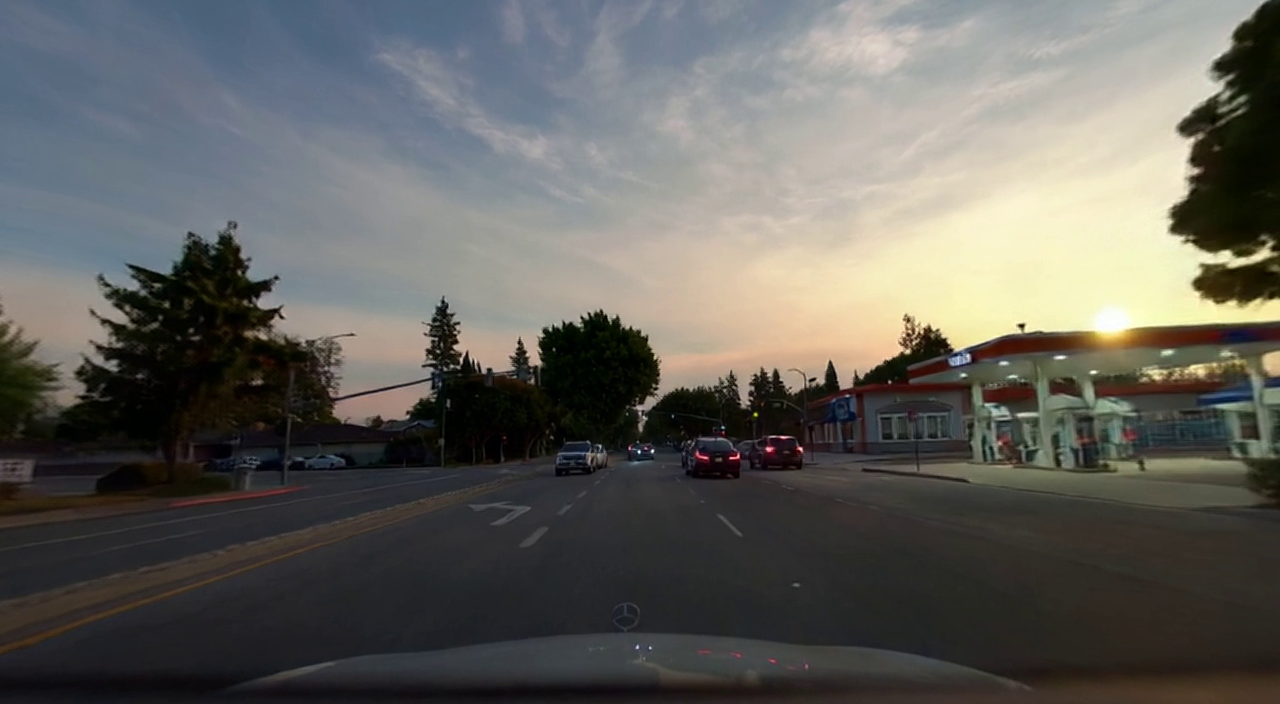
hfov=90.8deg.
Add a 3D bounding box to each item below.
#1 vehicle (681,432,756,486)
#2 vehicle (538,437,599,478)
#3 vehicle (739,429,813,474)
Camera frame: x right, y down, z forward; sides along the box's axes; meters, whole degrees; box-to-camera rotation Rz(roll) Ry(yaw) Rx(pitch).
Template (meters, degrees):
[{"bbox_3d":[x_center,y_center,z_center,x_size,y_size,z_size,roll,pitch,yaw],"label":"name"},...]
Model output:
[{"bbox_3d":[2.813,3.978,23.779,2.140,1.800,4.660,0,-9,-1],"label":"vehicle"},{"bbox_3d":[-3.332,5.021,30.299,2.261,1.820,4.255,-1,-9,2],"label":"vehicle"},{"bbox_3d":[7.027,5.232,33.361,2.510,2.176,5.527,0,-9,-2],"label":"vehicle"}]
